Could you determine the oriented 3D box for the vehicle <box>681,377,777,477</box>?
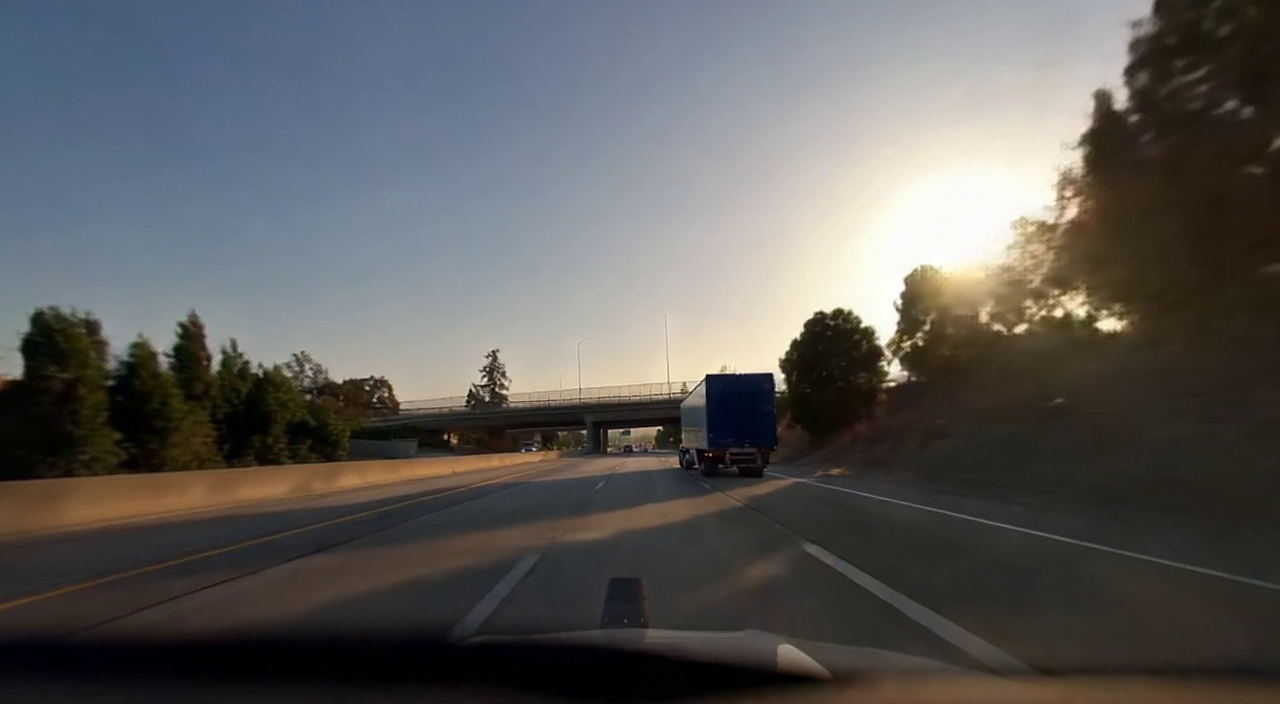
[{"bbox_3d":[4.095,4.113,32.845,2.933,4.100,14.317,0,-8,0],"label":"vehicle"}]
